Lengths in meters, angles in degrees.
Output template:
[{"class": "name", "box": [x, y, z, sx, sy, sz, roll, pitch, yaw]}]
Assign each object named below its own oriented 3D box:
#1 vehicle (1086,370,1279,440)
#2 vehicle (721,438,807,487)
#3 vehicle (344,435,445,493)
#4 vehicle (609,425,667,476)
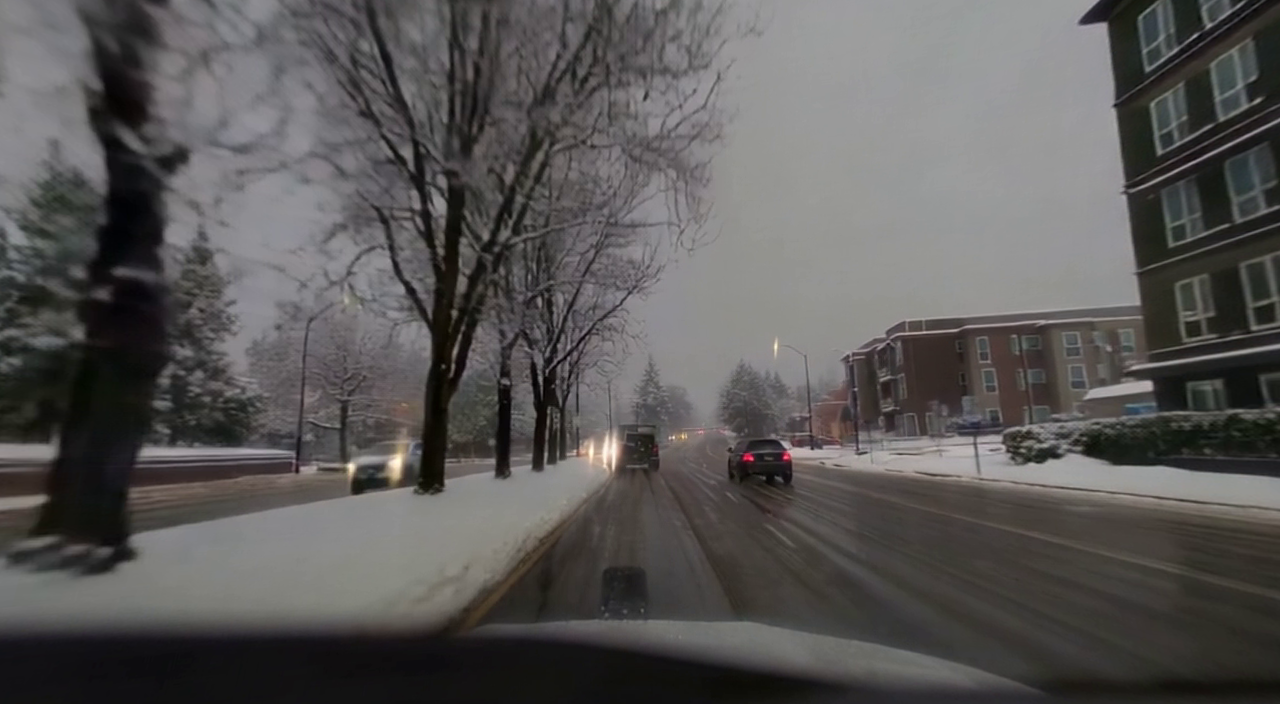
[{"class": "vehicle", "box": [38.890, 3.889, 45.018, 10.985, 3.740, 2.994, -6, -9, 5]}, {"class": "vehicle", "box": [4.086, 3.722, 21.552, 2.075, 1.486, 4.316, 0, -8, 0]}, {"class": "vehicle", "box": [-8.700, 3.986, 22.831, 1.873, 1.894, 4.186, 0, -8, 1]}, {"class": "vehicle", "box": [-0.198, 4.480, 28.866, 2.396, 2.143, 4.824, 0, -8, -3]}]
